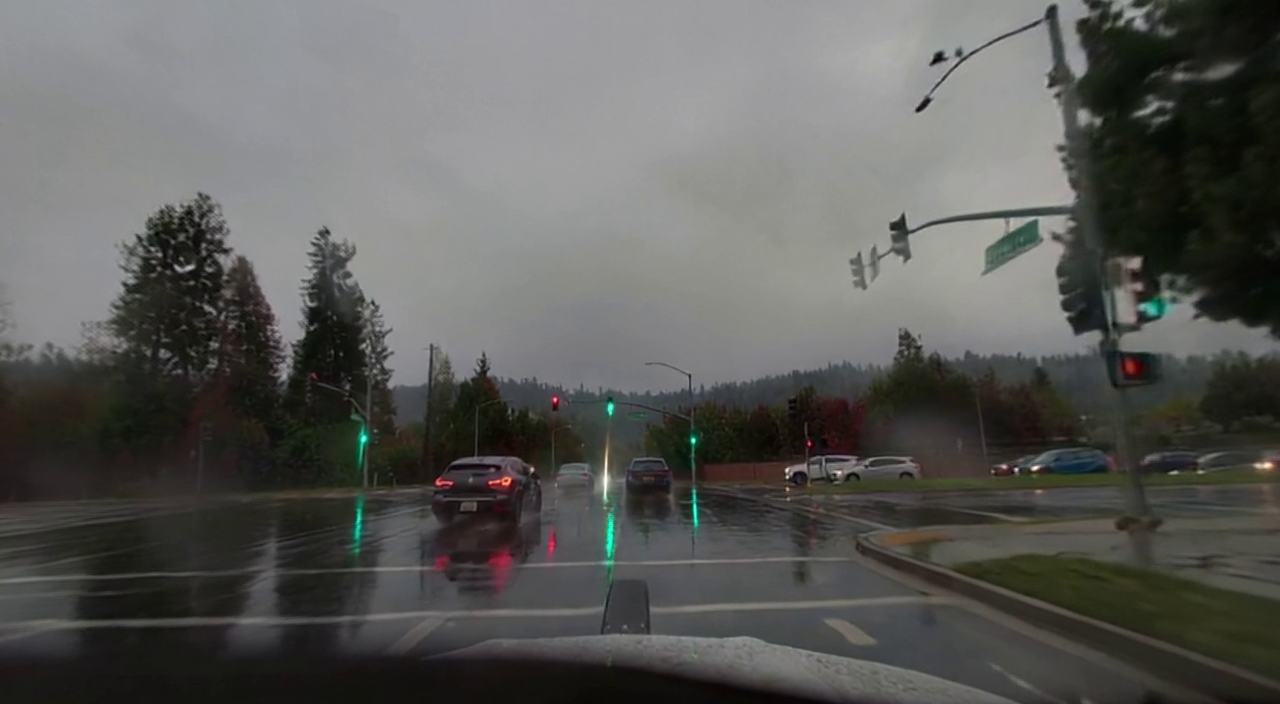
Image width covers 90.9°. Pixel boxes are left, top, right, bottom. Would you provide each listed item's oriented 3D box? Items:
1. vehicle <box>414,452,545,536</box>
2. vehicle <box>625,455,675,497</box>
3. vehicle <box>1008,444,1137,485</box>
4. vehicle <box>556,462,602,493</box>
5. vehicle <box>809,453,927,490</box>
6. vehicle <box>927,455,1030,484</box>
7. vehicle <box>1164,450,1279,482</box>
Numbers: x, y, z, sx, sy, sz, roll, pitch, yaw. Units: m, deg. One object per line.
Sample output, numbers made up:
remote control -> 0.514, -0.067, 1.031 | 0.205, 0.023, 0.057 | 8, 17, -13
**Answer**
vehicle -> -3.335, 3.008, 13.850 | 1.960, 1.528, 3.490 | 0, -8, 0
vehicle -> 0.433, 5.636, 28.893 | 2.163, 1.678, 3.846 | 0, -8, 0
vehicle -> 21.089, 5.501, 30.901 | 4.585, 1.681, 2.140 | -3, -10, 0
vehicle -> -3.329, 6.960, 35.178 | 2.013, 1.474, 4.393 | -1, -8, 1
vehicle -> 11.035, 5.866, 30.791 | 4.875, 1.473, 2.077 | -3, -12, -1
vehicle -> 18.561, 6.446, 34.741 | 4.478, 1.495, 2.063 | 0, -8, 0
vehicle -> 28.997, 5.607, 31.156 | 4.365, 1.448, 1.928 | 0, -8, 1
